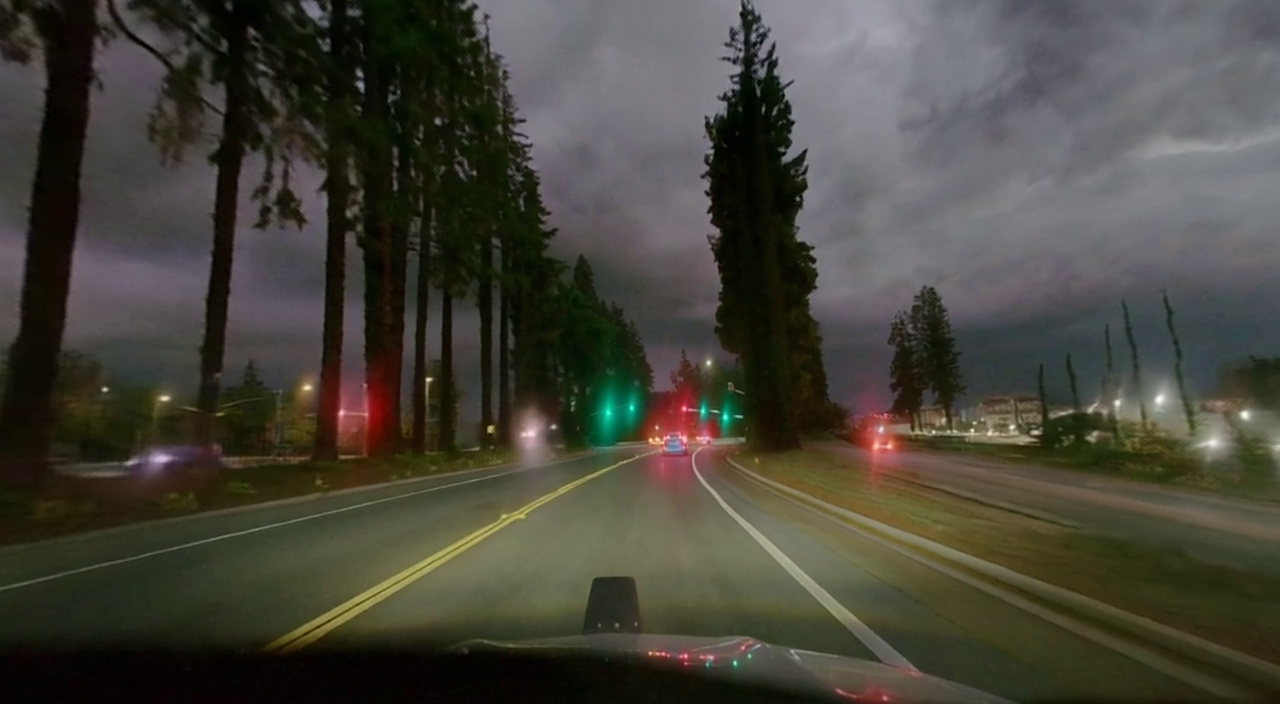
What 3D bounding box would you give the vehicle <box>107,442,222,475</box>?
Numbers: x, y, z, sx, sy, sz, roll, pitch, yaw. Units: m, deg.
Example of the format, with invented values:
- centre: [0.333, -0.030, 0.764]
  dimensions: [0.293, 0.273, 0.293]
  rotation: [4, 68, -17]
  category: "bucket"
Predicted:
- centre: [-23.138, 5.172, 31.010]
  dimensions: [1.821, 1.451, 4.669]
  rotation: [-1, -8, 4]
  category: "vehicle"
